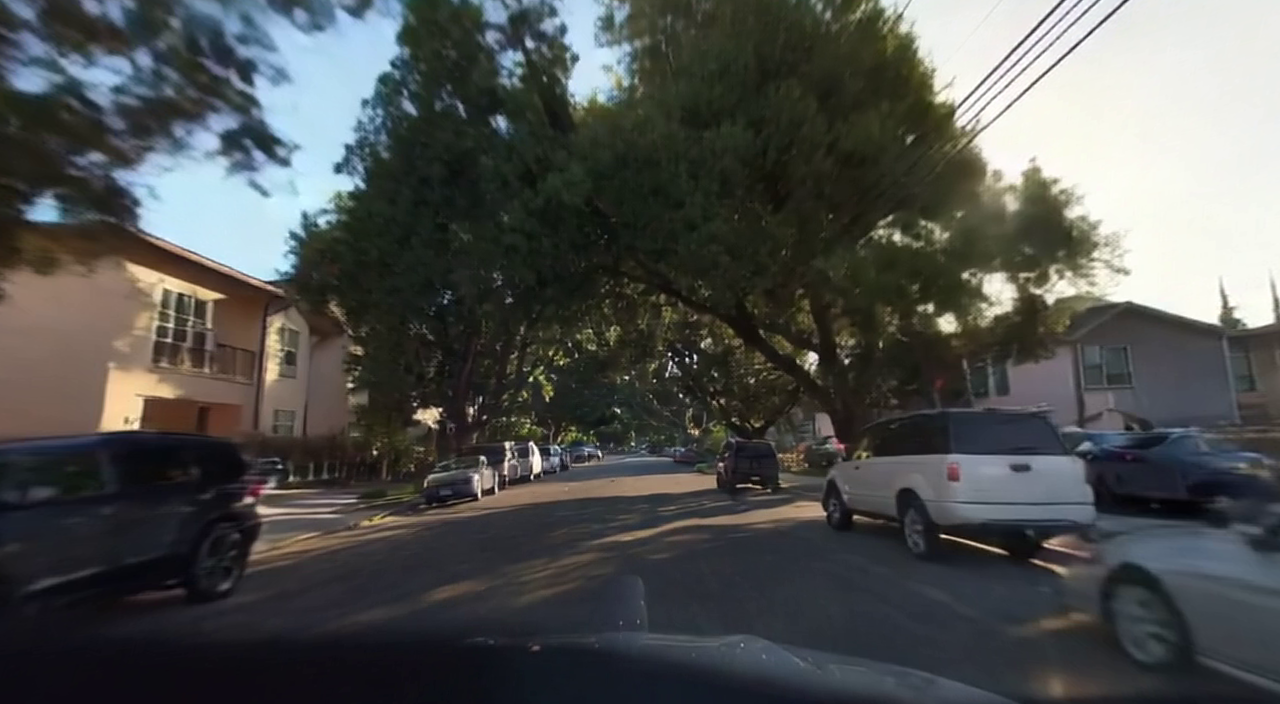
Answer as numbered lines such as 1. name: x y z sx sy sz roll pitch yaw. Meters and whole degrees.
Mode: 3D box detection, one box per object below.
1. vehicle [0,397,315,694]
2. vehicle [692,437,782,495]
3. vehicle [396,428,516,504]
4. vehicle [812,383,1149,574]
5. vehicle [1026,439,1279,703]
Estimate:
1. vehicle: -5.018 1.443 5.254 2.022 1.822 5.002 -1 -9 -1
2. vehicle: 3.595 4.331 24.710 2.415 1.963 5.688 0 -8 -2
3. vehicle: -4.968 3.187 17.794 2.035 1.822 4.348 0 -10 0
4. vehicle: 4.957 1.954 10.618 2.384 2.317 5.579 0 -8 -1
5. vehicle: 4.193 1.129 2.588 1.850 1.516 5.066 0 -8 -3
